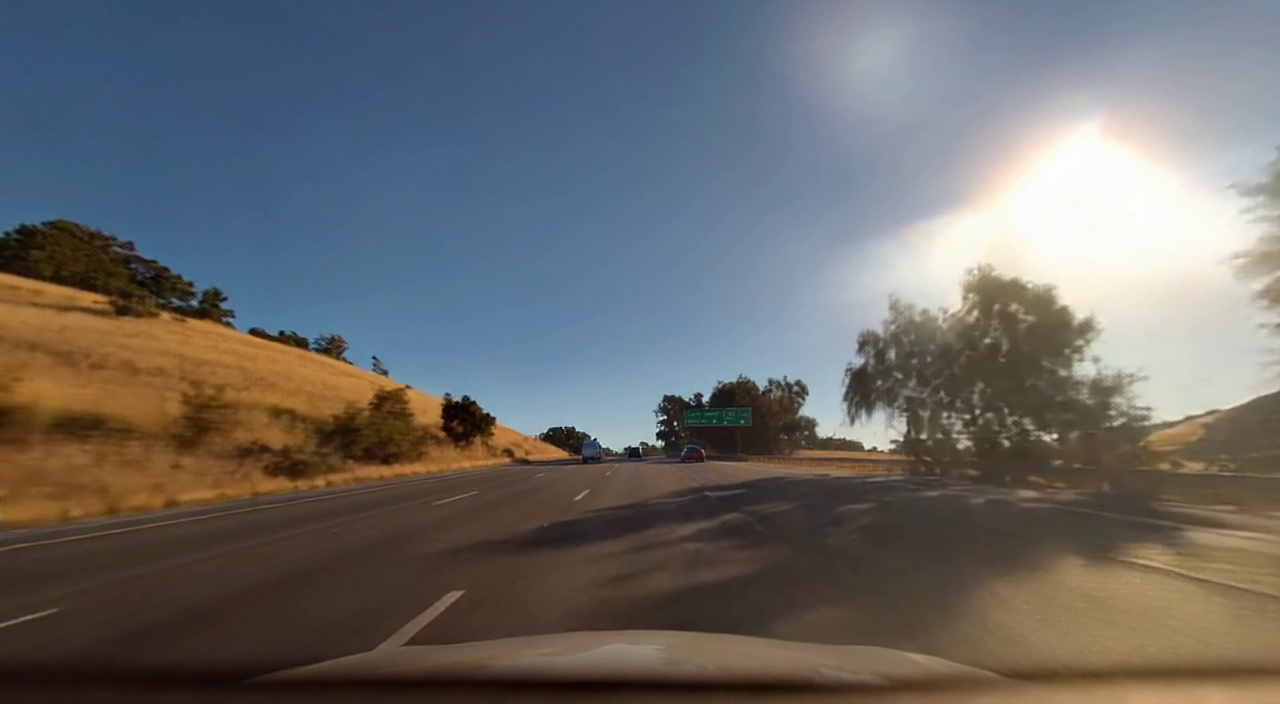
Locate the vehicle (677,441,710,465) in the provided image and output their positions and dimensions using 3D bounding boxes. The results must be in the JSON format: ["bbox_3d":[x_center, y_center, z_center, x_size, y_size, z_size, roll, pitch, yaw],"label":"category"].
[{"bbox_3d":[4.008,7.677,48.066,1.995,1.712,4.206,0,-8,-2],"label":"vehicle"}]
